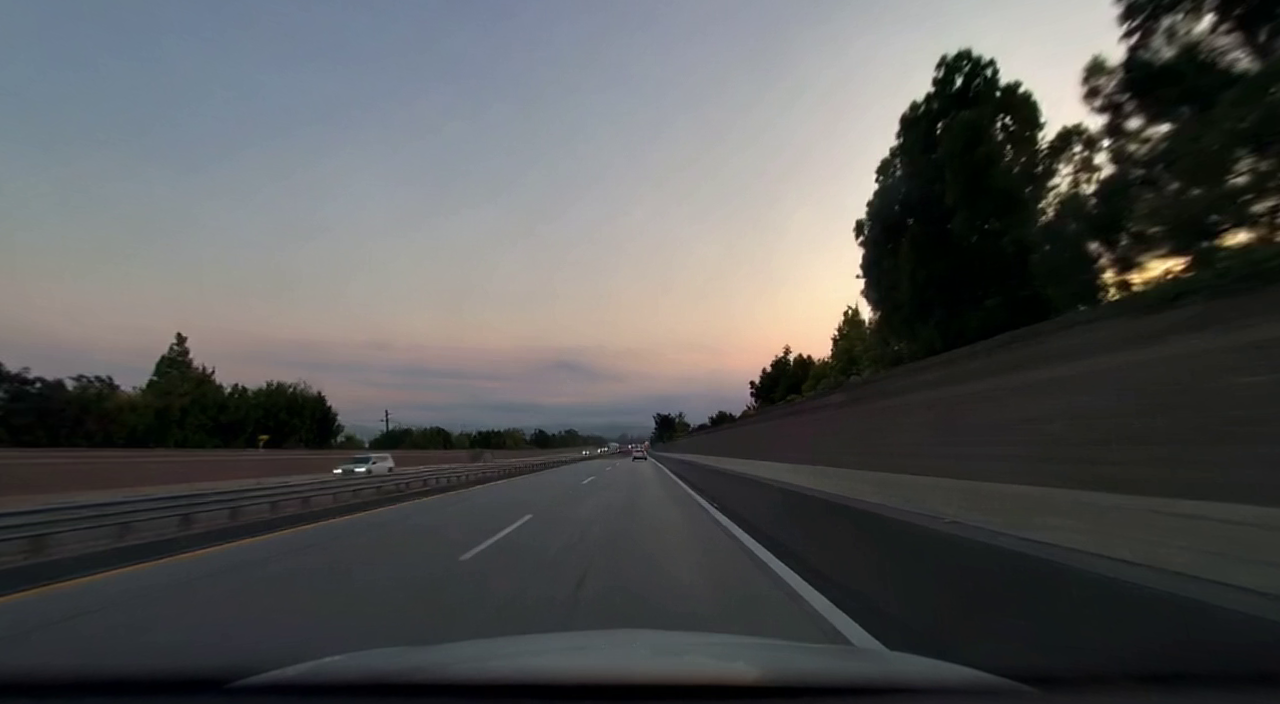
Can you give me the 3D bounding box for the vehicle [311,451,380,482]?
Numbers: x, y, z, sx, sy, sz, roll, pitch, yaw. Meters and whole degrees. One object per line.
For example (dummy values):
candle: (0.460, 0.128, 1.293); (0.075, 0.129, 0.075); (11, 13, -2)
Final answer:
vehicle: (-17.739, 6.902, 38.118); (1.954, 1.698, 4.409); (-1, -9, 1)
